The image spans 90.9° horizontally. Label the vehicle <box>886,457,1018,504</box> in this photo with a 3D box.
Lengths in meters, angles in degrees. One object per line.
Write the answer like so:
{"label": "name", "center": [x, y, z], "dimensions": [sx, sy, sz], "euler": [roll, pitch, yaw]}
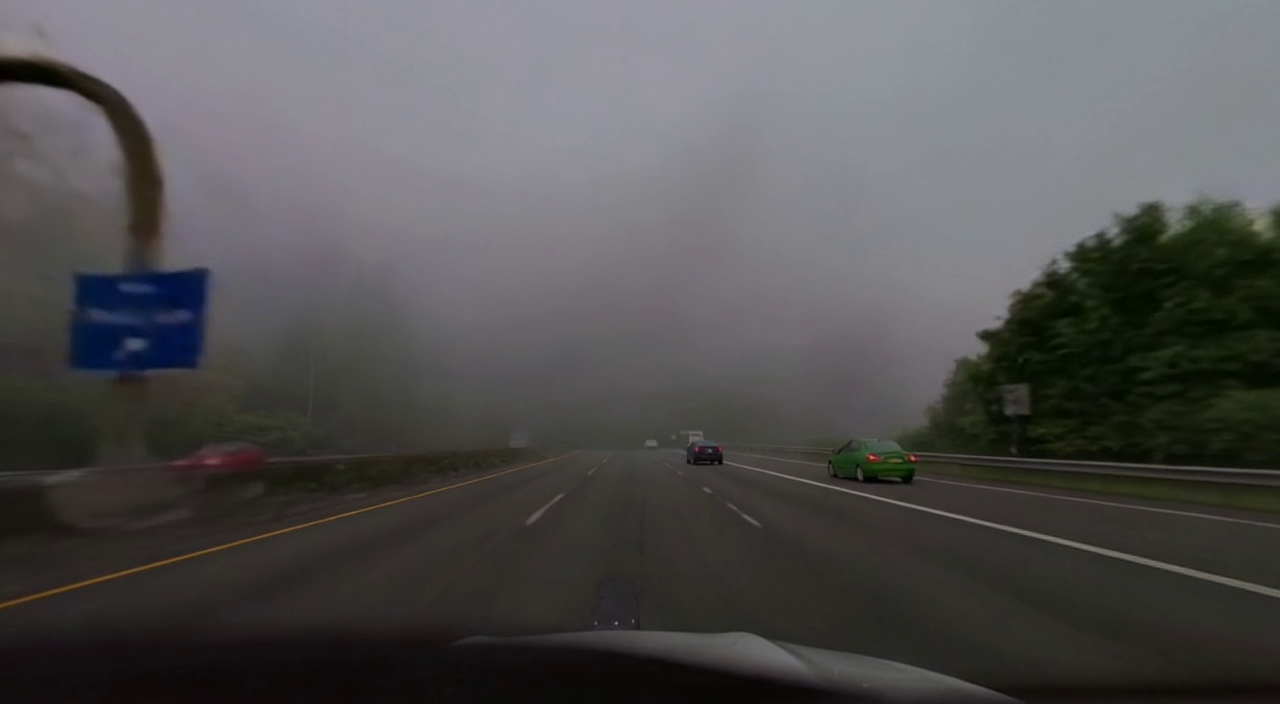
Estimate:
{"label": "vehicle", "center": [7.017, 2.893, 14.449], "dimensions": [1.535, 0.862, 2.814], "euler": [0, -8, -2]}

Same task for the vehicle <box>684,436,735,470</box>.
{"label": "vehicle", "center": [3.187, 4.690, 29.623], "dimensions": [1.819, 1.468, 3.770], "euler": [0, -8, -2]}

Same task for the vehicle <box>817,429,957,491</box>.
{"label": "vehicle", "center": [6.908, 3.053, 18.345], "dimensions": [2.003, 1.522, 4.940], "euler": [0, -8, -1]}
